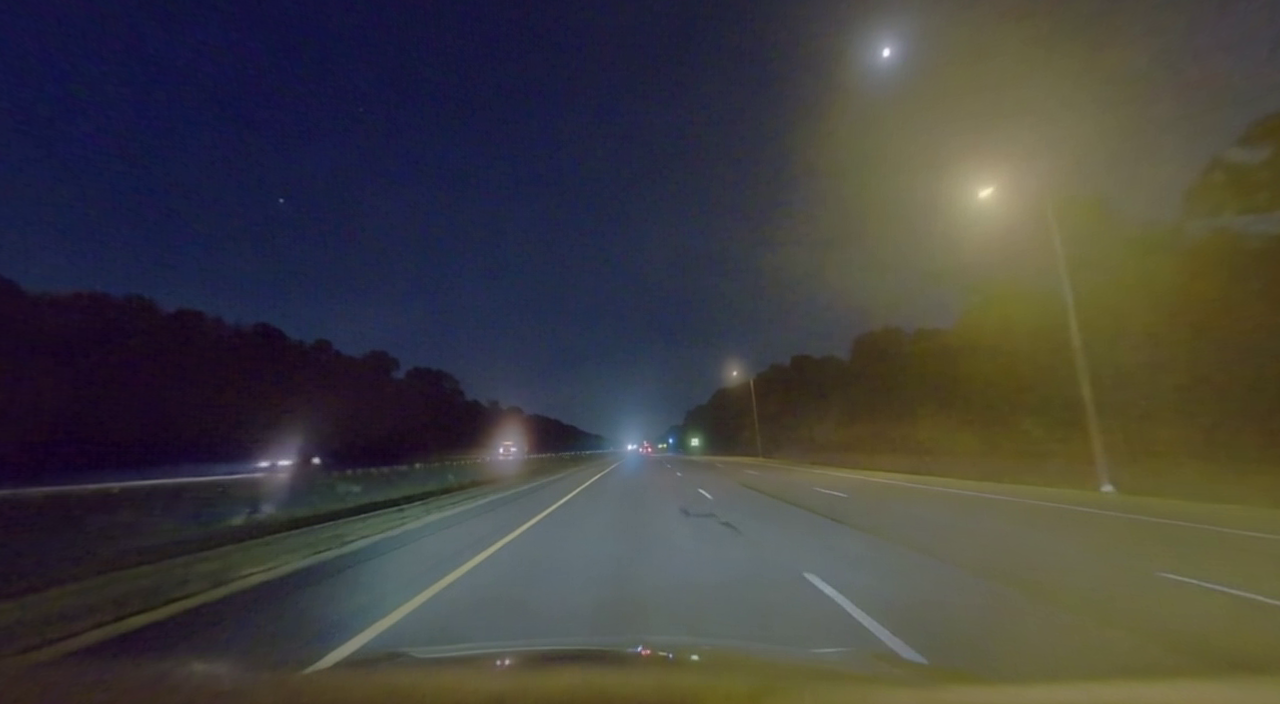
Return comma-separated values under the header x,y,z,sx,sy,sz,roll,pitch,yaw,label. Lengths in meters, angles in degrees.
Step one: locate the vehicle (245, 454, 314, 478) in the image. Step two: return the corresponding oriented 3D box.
x,y,z,sx,sy,sz,roll,pitch,yaw,label
-24.621,7.754,43.276,1.873,1.456,4.716,0,-8,1,vehicle
